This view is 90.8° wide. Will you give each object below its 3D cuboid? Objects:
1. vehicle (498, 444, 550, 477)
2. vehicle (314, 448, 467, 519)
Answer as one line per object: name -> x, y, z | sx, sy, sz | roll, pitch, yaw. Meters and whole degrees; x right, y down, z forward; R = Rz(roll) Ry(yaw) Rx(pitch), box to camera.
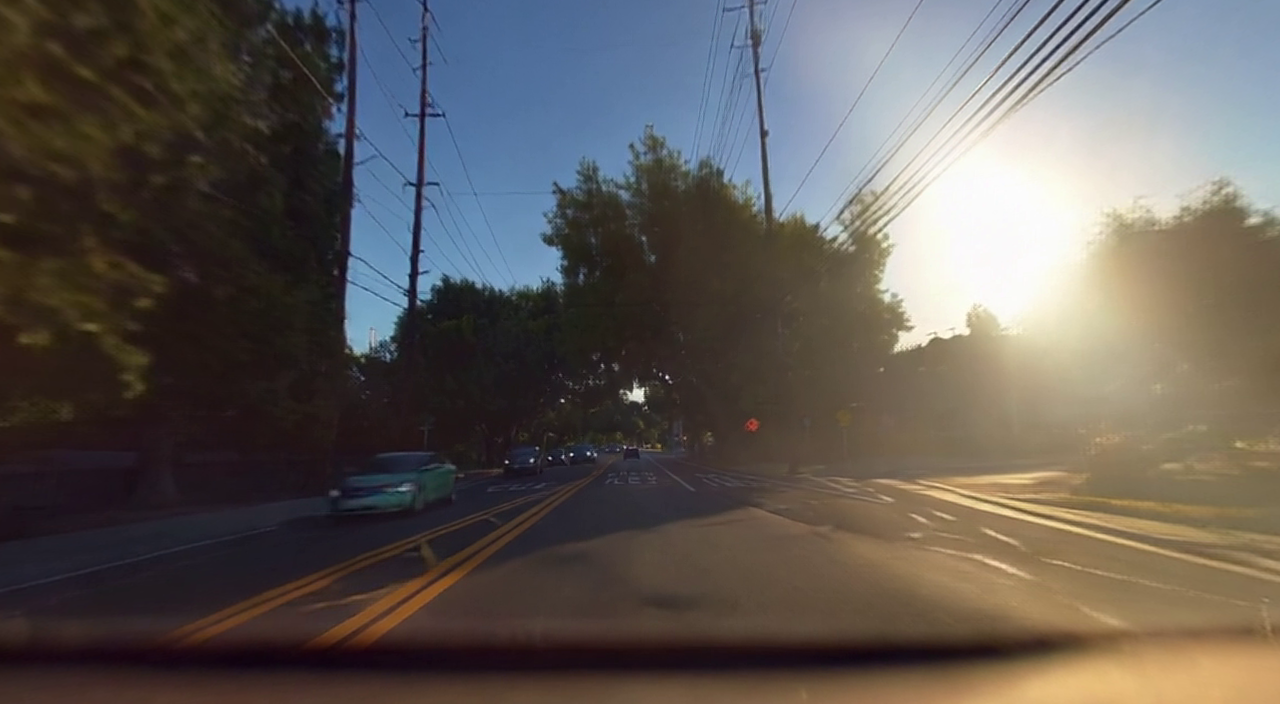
vehicle -> -6.545, 6.183, 36.231 | 2.157, 1.711, 4.460 | 0, -9, -1
vehicle -> -5.971, 3.173, 15.855 | 2.043, 1.484, 4.532 | 0, -9, -1
